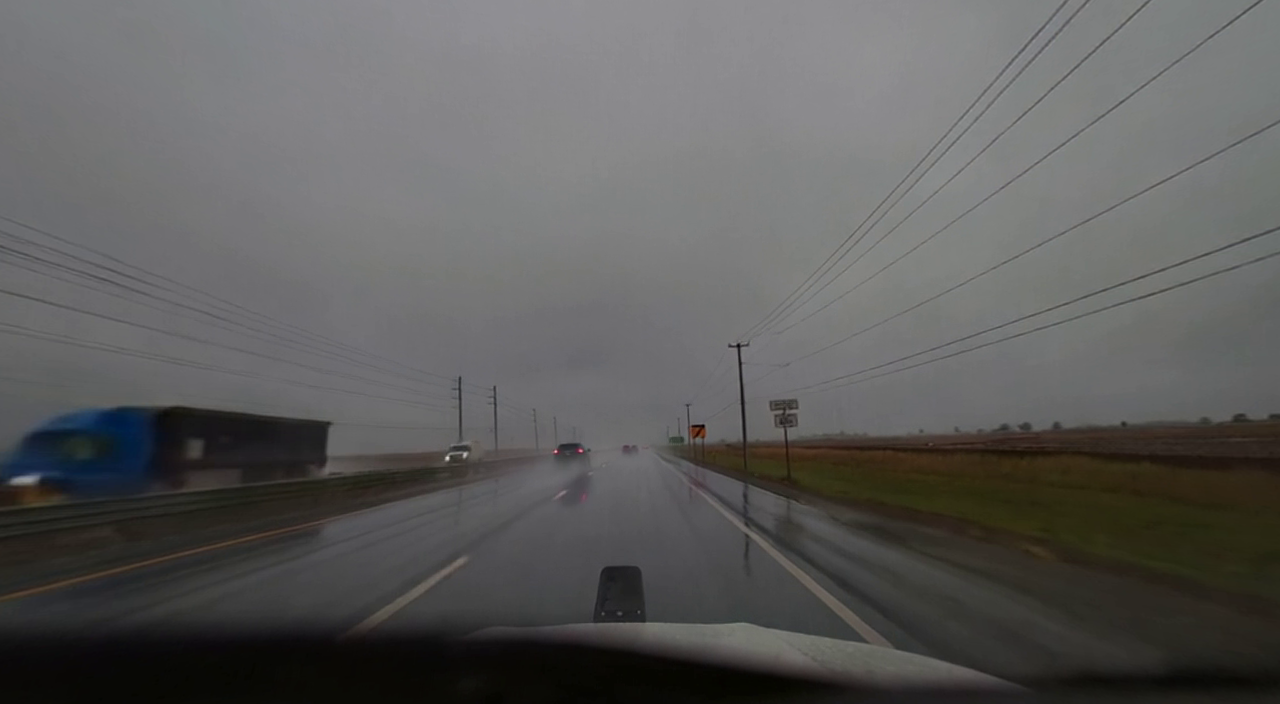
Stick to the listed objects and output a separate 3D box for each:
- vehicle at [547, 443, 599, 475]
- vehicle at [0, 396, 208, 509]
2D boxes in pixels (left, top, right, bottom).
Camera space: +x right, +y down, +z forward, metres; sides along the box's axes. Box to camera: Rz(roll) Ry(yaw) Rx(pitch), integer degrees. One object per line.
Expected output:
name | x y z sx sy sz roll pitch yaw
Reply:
vehicle | -3.412 5.554 32.888 2.106 1.543 4.465 0 -9 1
vehicle | -24.735 4.542 28.738 3.332 4.300 9.078 0 -9 1
